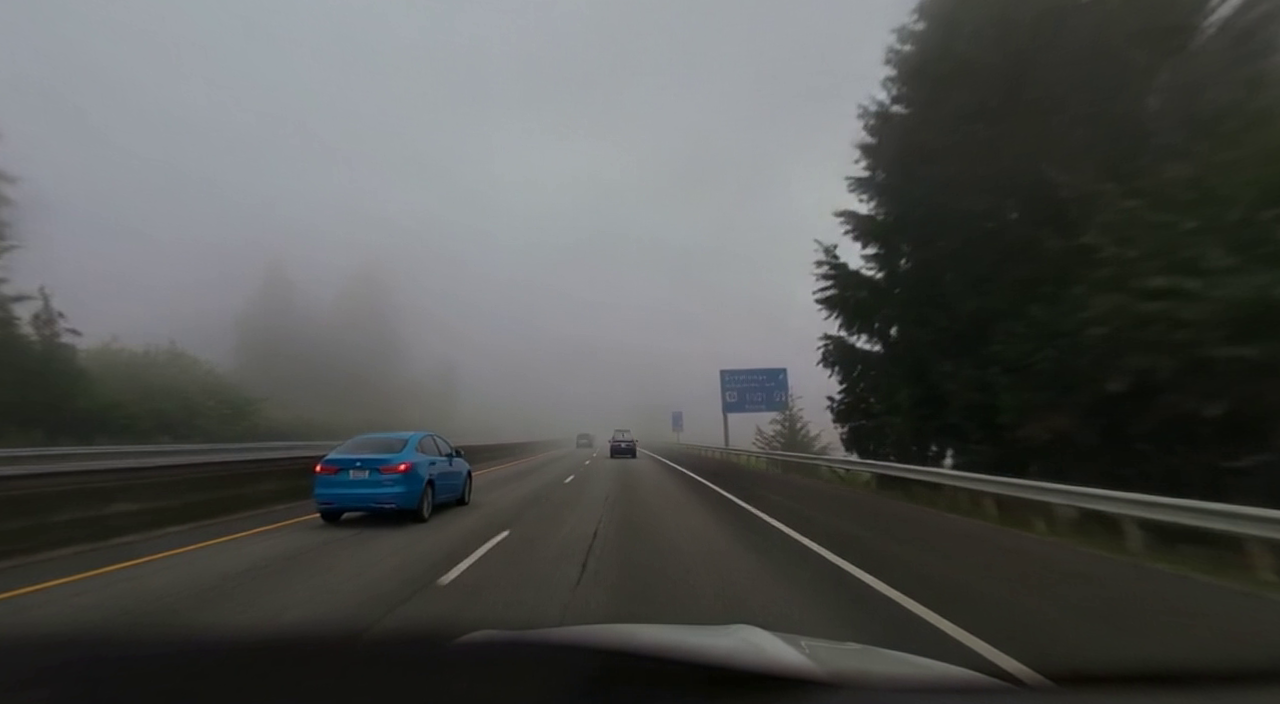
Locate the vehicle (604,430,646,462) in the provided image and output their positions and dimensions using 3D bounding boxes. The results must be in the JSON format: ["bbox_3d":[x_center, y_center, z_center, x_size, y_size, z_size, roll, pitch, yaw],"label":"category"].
[{"bbox_3d":[-0.809,5.061,34.078,2.162,1.616,4.242,0,-8,-2],"label":"vehicle"}]

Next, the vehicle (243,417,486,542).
[{"bbox_3d":[-3.909,1.856,9.925,1.975,1.518,4.242,0,-8,-1],"label":"vehicle"}]
